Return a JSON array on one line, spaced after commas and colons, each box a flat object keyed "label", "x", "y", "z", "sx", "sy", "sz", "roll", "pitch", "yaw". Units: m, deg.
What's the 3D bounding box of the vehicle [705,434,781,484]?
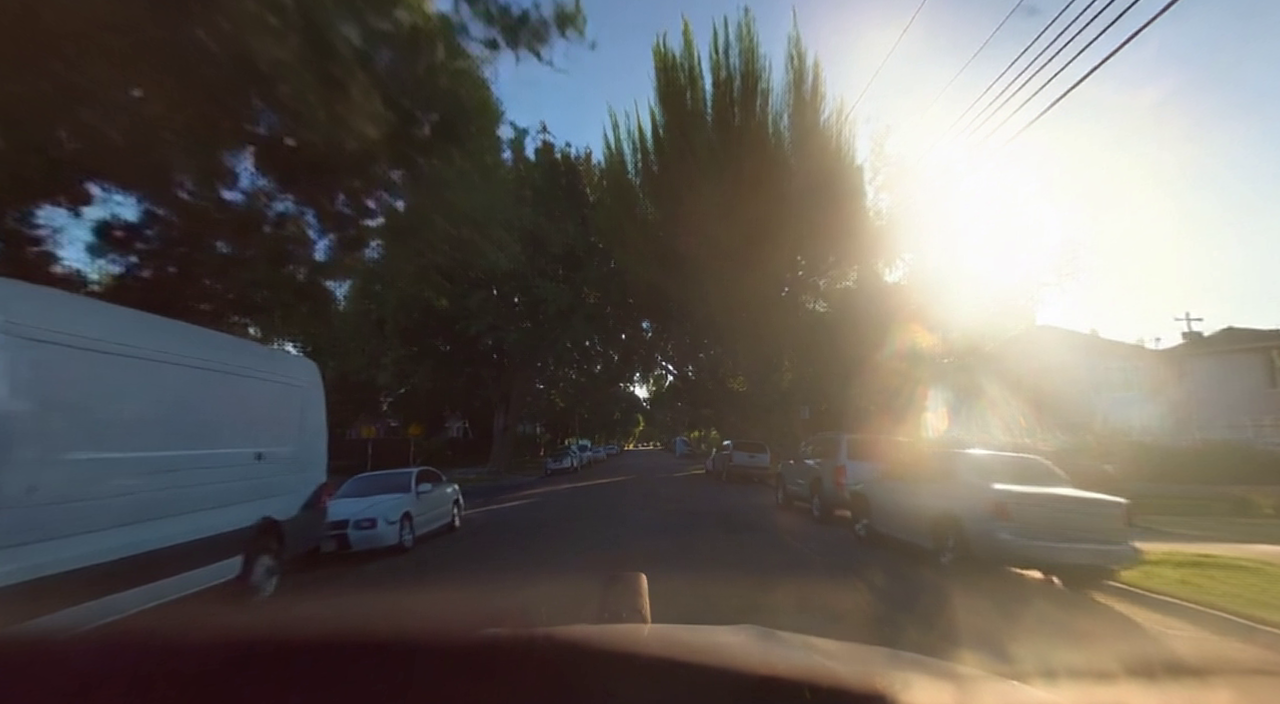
[{"label": "vehicle", "x": 4.162, "y": 4.454, "z": 26.417, "sx": 2.215, "sy": 1.897, "sz": 5.131, "roll": 0, "pitch": -9, "yaw": -1}]

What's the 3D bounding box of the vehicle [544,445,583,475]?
[{"label": "vehicle", "x": -4.432, "y": 6.296, "z": 36.932, "sx": 1.870, "sy": 1.562, "sz": 4.212, "roll": -3, "pitch": -8, "yaw": -2}]

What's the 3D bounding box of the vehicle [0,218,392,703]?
[{"label": "vehicle", "x": -4.399, "y": 0.893, "z": 4.596, "sx": 2.470, "sy": 2.613, "sz": 5.989, "roll": -4, "pitch": -9, "yaw": 4}]

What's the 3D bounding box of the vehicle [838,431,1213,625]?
[{"label": "vehicle", "x": 4.030, "y": 1.847, "z": 7.692, "sx": 1.839, "sy": 1.520, "sz": 4.498, "roll": 3, "pitch": -8, "yaw": 1}]
